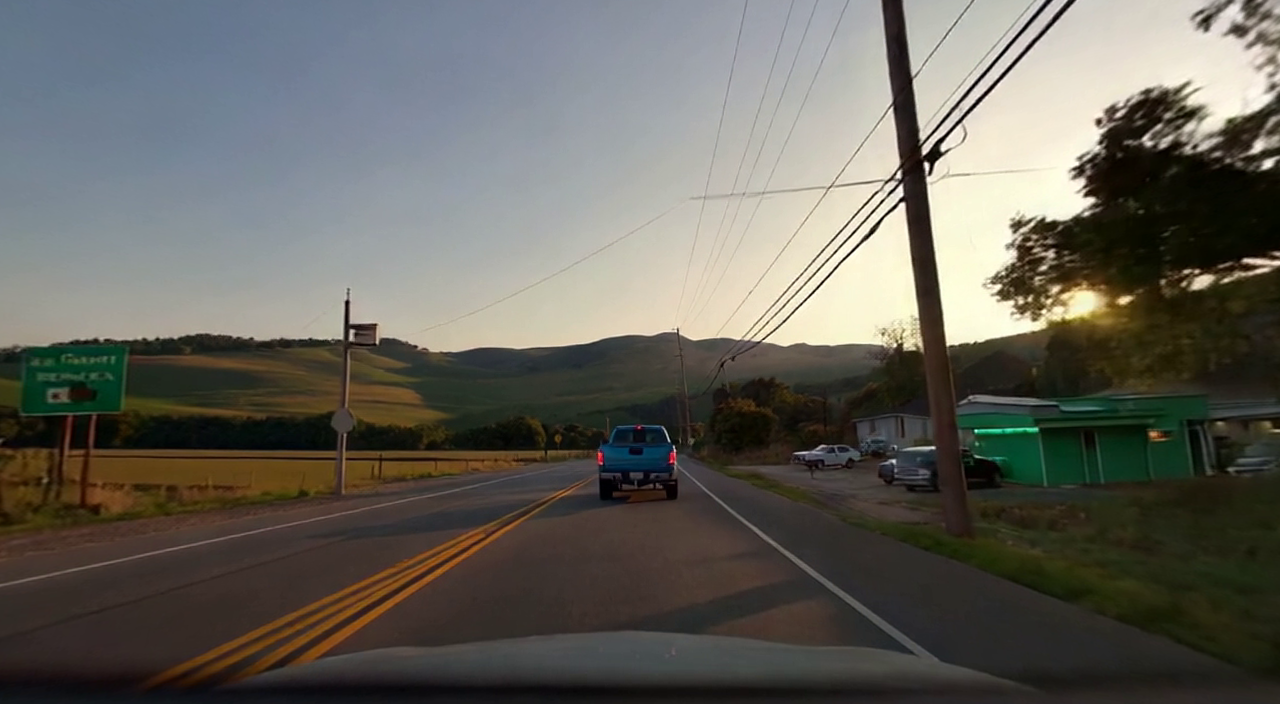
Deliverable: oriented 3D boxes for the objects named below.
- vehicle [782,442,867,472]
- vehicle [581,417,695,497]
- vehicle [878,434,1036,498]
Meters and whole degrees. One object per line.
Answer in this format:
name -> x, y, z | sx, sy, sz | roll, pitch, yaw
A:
vehicle -> 11.632, 6.555, 39.685 | 5.304, 1.754, 2.340 | 6, -10, -37
vehicle -> -0.001, 3.253, 20.011 | 2.921, 2.031, 7.416 | 0, -8, 1
vehicle -> 11.502, 4.032, 22.797 | 5.776, 1.936, 2.535 | 6, -8, -33
